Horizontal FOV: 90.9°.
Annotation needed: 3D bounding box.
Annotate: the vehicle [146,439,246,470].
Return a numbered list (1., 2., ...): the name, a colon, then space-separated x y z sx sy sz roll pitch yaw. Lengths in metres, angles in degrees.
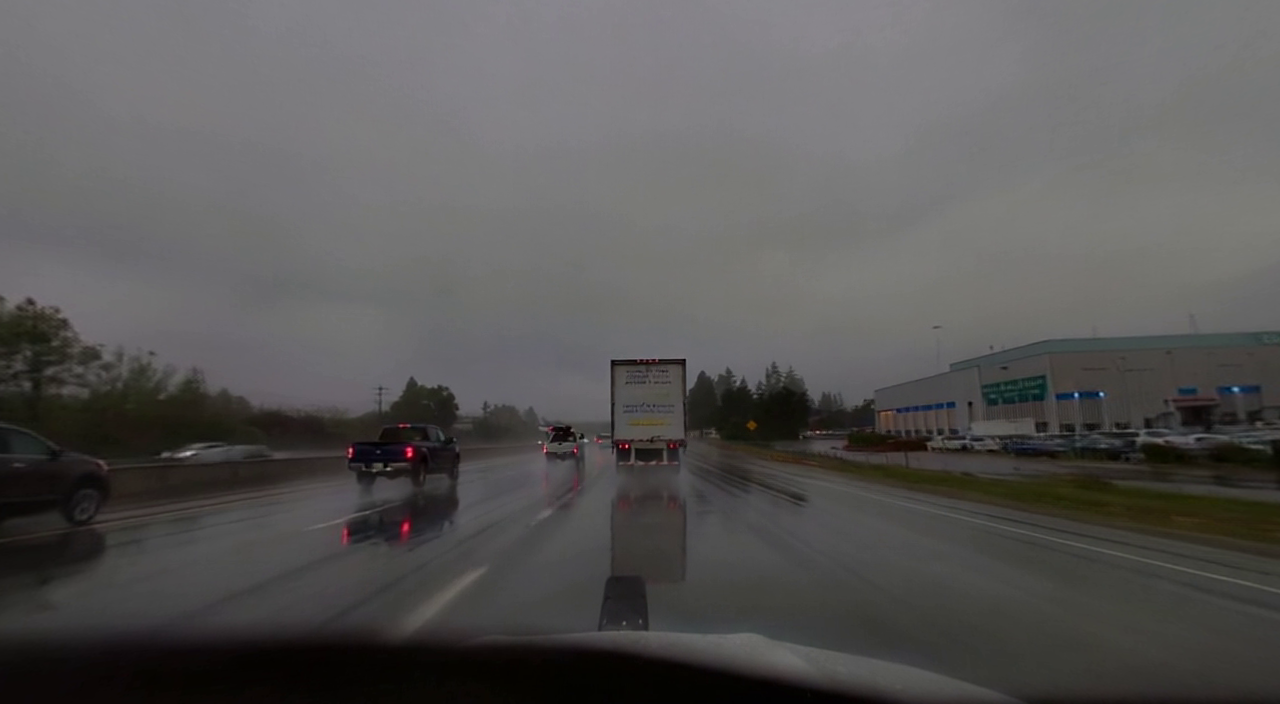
1. vehicle: -24.222 5.621 34.657 1.996 1.563 4.744 0 -9 0

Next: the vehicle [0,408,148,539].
1. vehicle: -10.359 1.720 8.858 2.089 1.885 5.888 0 -9 1

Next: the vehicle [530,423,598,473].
1. vehicle: -3.371 4.490 29.495 2.379 2.075 6.169 0 -9 1

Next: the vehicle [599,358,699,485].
1. vehicle: 0.225 2.789 23.730 2.941 3.794 9.851 0 -9 0

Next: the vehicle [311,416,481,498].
1. vehicle: -6.680 2.996 18.326 2.479 1.978 5.952 0 -9 1
